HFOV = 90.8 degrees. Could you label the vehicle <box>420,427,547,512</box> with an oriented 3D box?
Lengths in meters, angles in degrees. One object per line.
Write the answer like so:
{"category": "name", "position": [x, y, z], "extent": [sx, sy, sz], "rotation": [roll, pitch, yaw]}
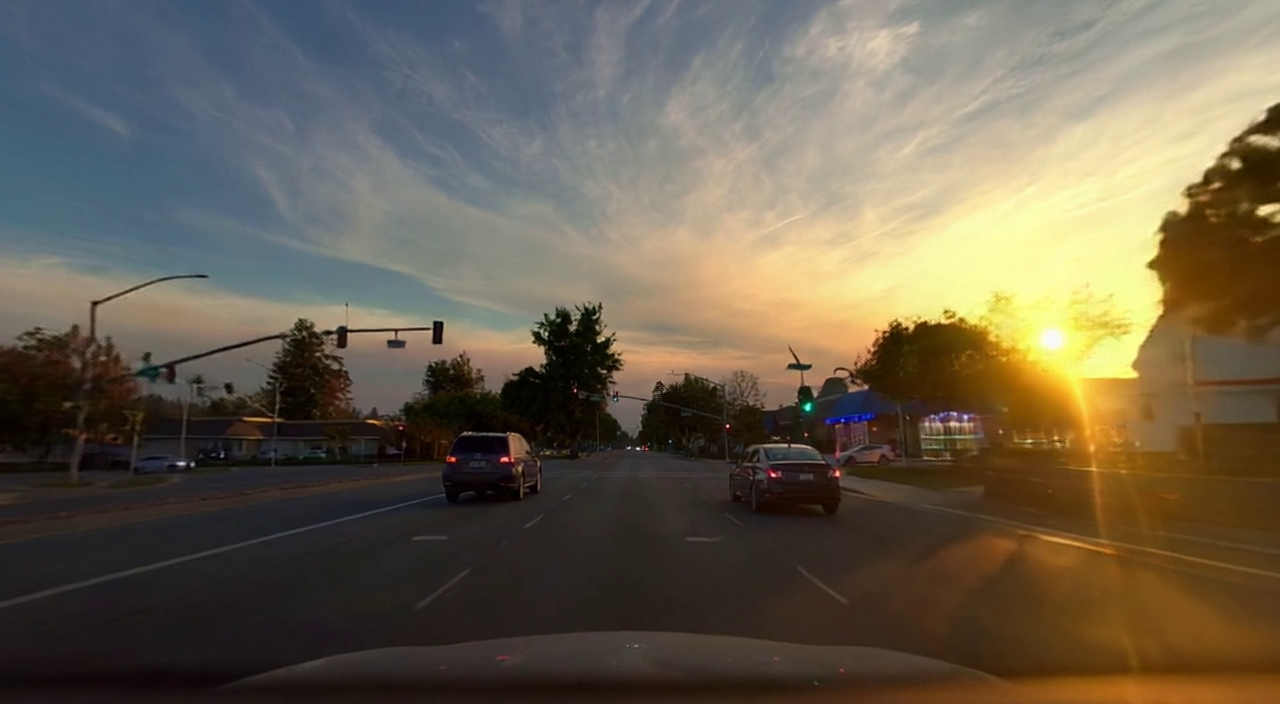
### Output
{"category": "vehicle", "position": [-3.718, 2.878, 15.964], "extent": [1.997, 1.806, 4.500], "rotation": [0, -9, 1]}

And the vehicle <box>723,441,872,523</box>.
{"category": "vehicle", "position": [3.248, 2.776, 14.163], "extent": [1.975, 1.502, 4.787], "rotation": [0, -9, -2]}

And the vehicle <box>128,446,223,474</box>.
{"category": "vehicle", "position": [-36.541, 8.493, 49.801], "extent": [5.569, 2.088, 2.426], "rotation": [0, -9, 0]}
